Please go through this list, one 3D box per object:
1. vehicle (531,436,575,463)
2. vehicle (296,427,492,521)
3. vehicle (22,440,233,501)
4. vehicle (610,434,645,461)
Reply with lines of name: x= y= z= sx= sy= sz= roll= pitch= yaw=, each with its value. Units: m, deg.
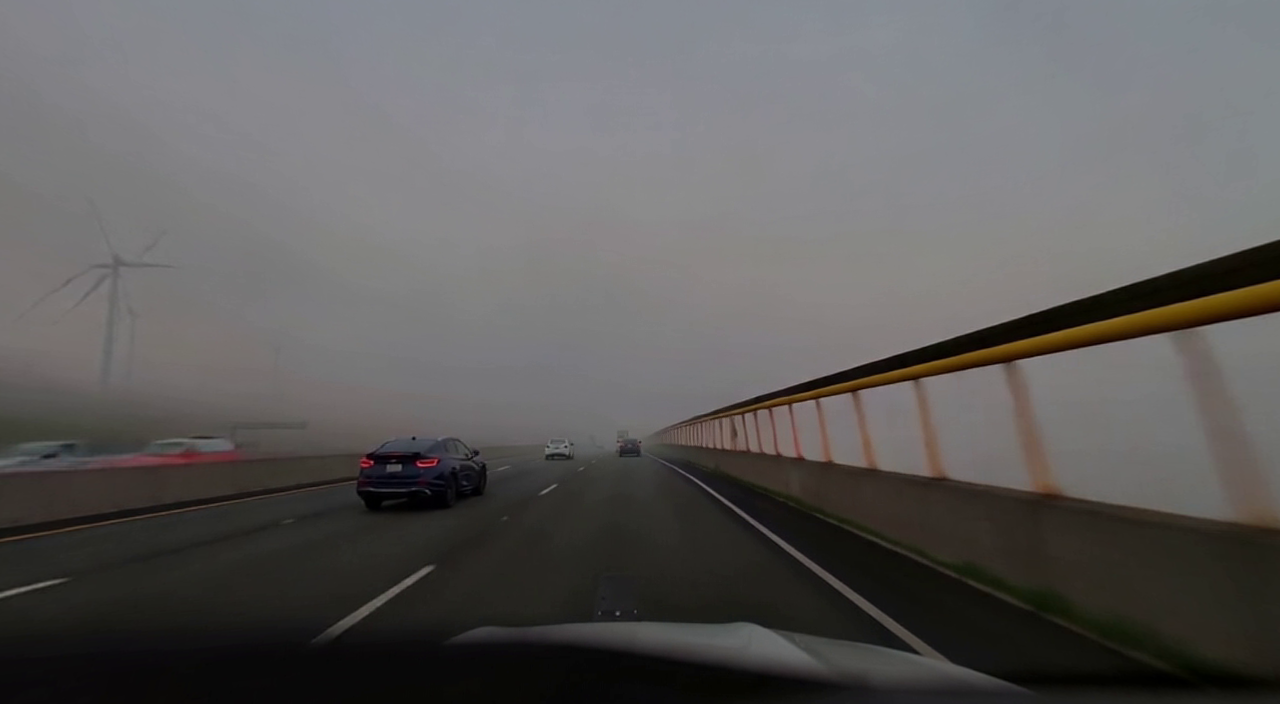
vehicle: x=-4.956 y=5.592 z=36.417 sx=2.059 sy=1.436 sz=3.802 roll=0 pitch=-8 yaw=-1
vehicle: x=-4.427 y=2.247 z=12.301 sx=1.998 sy=1.468 sz=4.635 roll=0 pitch=-8 yaw=0
vehicle: x=-14.176 y=3.264 z=17.920 sx=2.128 sy=1.457 sz=4.646 roll=0 pitch=-8 yaw=-1
vehicle: x=-0.760 y=5.719 z=38.031 sx=2.027 sy=1.550 sz=3.607 roll=0 pitch=-8 yaw=-1
